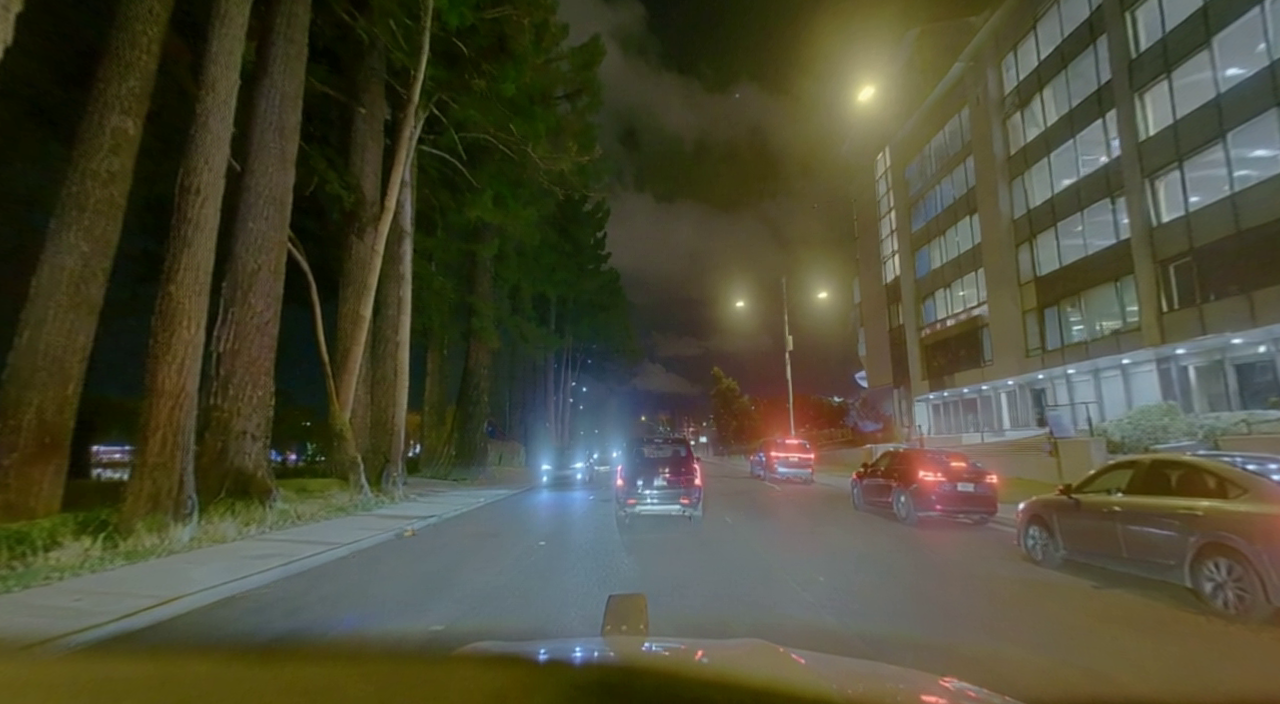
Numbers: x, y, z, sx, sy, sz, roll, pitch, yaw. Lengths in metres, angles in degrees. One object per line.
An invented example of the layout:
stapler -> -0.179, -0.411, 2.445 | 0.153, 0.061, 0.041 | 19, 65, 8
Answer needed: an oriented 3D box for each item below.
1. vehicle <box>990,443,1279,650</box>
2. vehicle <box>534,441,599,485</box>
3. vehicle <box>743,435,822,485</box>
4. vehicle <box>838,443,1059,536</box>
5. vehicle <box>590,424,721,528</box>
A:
vehicle -> 5.538, 1.615, 5.946 | 1.809, 1.478, 4.623 | 0, -9, 0
vehicle -> -2.750, 4.267, 24.537 | 1.979, 1.534, 4.076 | 0, -9, 1
vehicle -> 5.659, 4.353, 25.722 | 2.059, 1.813, 4.637 | 0, -9, -1
vehicle -> 5.673, 2.555, 12.494 | 1.852, 1.452, 4.852 | 0, -9, -1
vehicle -> 0.272, 2.300, 12.152 | 2.105, 1.653, 3.887 | 0, -9, 1
